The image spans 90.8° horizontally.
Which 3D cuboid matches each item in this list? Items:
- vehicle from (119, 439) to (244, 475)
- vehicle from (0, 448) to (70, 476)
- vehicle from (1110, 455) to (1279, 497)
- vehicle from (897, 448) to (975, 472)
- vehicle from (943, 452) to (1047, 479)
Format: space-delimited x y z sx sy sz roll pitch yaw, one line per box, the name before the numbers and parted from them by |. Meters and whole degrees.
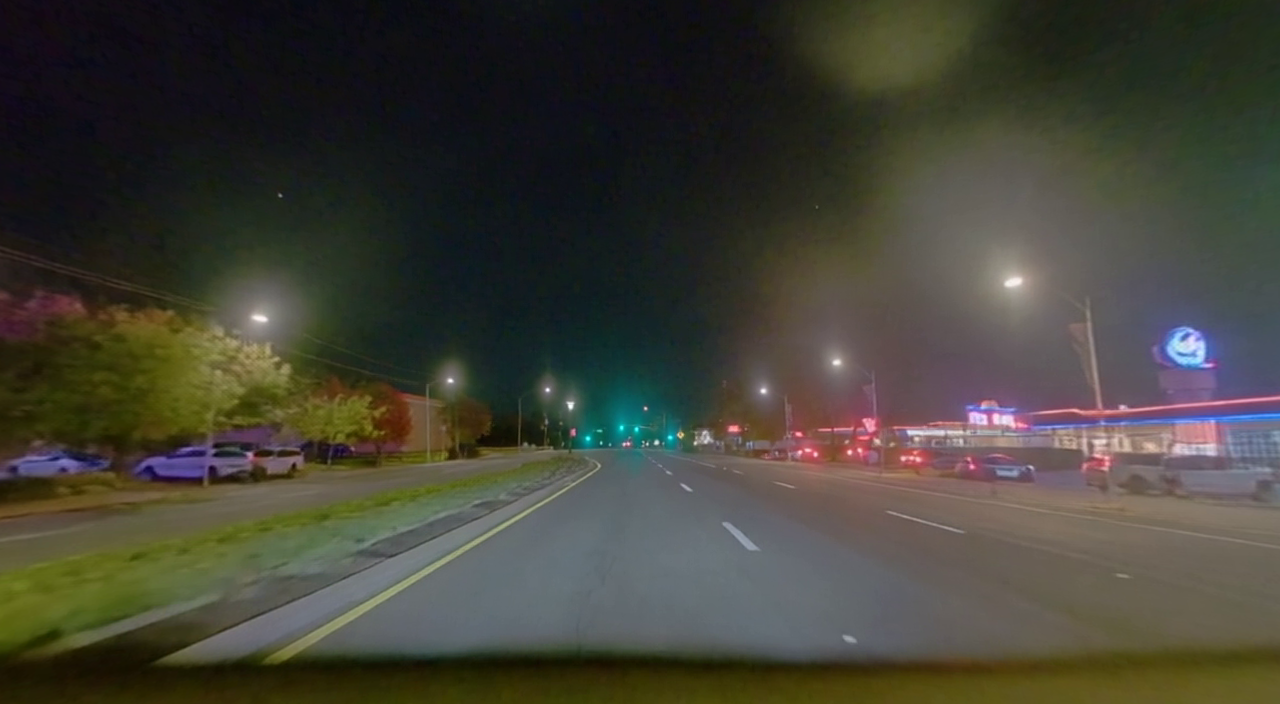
vehicle | -26.136 5.994 36.472 2.356 1.853 6.402 0 -8 1
vehicle | -34.717 6.089 35.186 1.830 1.458 4.625 -1 -8 -4
vehicle | 20.834 4.641 23.854 4.500 1.456 1.962 -1 -8 3
vehicle | 20.698 7.574 44.341 4.423 1.633 2.010 0 -8 -1
vehicle | 20.187 6.458 36.032 4.764 1.455 1.832 -1 -9 3
